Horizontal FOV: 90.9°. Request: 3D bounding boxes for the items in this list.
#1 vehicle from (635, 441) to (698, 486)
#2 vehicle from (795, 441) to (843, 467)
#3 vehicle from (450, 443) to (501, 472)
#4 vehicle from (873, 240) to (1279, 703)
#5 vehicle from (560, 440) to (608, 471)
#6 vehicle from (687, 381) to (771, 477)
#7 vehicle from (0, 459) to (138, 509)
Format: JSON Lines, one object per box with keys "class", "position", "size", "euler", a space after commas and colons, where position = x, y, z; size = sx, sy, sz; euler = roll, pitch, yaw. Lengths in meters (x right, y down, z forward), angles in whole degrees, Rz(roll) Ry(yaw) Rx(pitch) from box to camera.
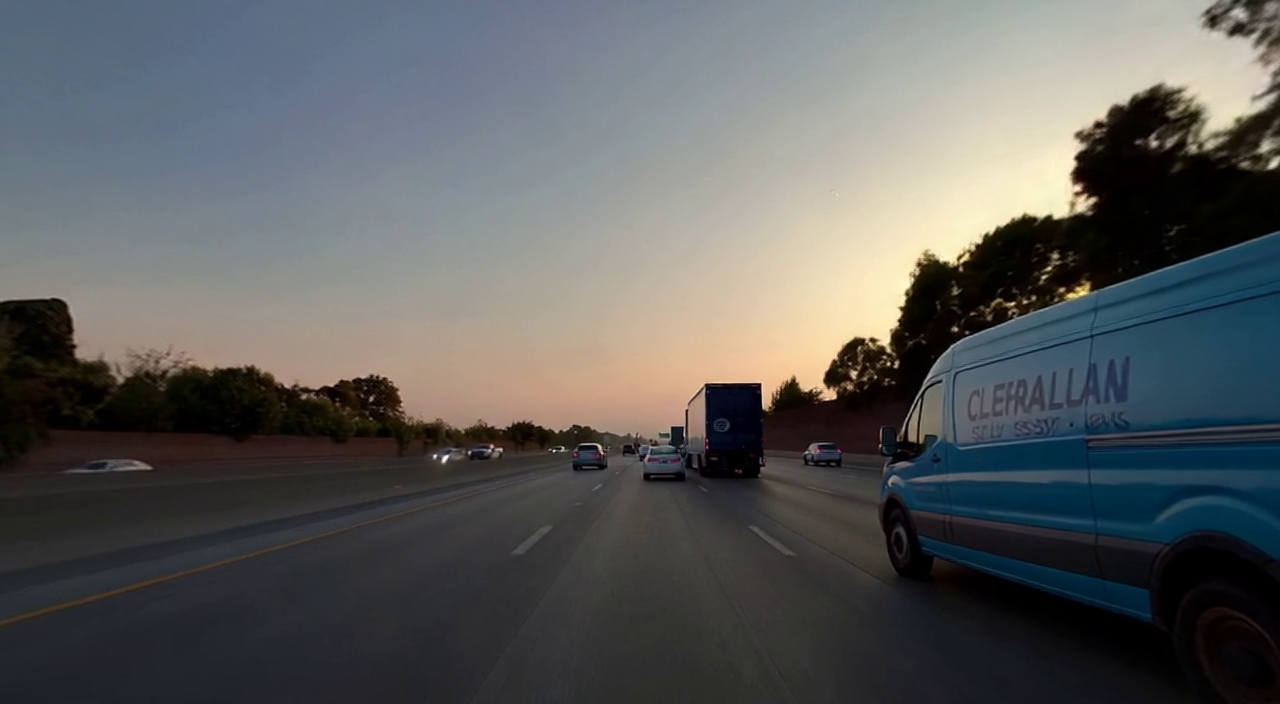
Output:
{"class": "vehicle", "position": [0.873, 4.002, 22.941], "size": [2.063, 1.469, 4.208], "euler": [0, -9, 0]}
{"class": "vehicle", "position": [11.143, 6.340, 39.474], "size": [1.870, 1.525, 3.680], "euler": [0, -9, 0]}
{"class": "vehicle", "position": [-11.848, 7.633, 45.880], "size": [2.166, 1.890, 5.403], "euler": [0, -9, 1]}
{"class": "vehicle", "position": [3.569, 0.773, 3.402], "size": [2.441, 2.017, 5.739], "euler": [0, -9, 0]}
{"class": "vehicle", "position": [-3.089, 5.830, 35.675], "size": [2.182, 1.601, 4.364], "euler": [-1, -9, 1]}
{"class": "vehicle", "position": [4.299, 4.251, 33.514], "size": [2.821, 4.077, 12.562], "euler": [0, -9, 1]}
{"class": "vehicle", "position": [-23.157, 5.249, 25.452], "size": [1.949, 1.724, 4.574], "euler": [0, -9, 0]}
